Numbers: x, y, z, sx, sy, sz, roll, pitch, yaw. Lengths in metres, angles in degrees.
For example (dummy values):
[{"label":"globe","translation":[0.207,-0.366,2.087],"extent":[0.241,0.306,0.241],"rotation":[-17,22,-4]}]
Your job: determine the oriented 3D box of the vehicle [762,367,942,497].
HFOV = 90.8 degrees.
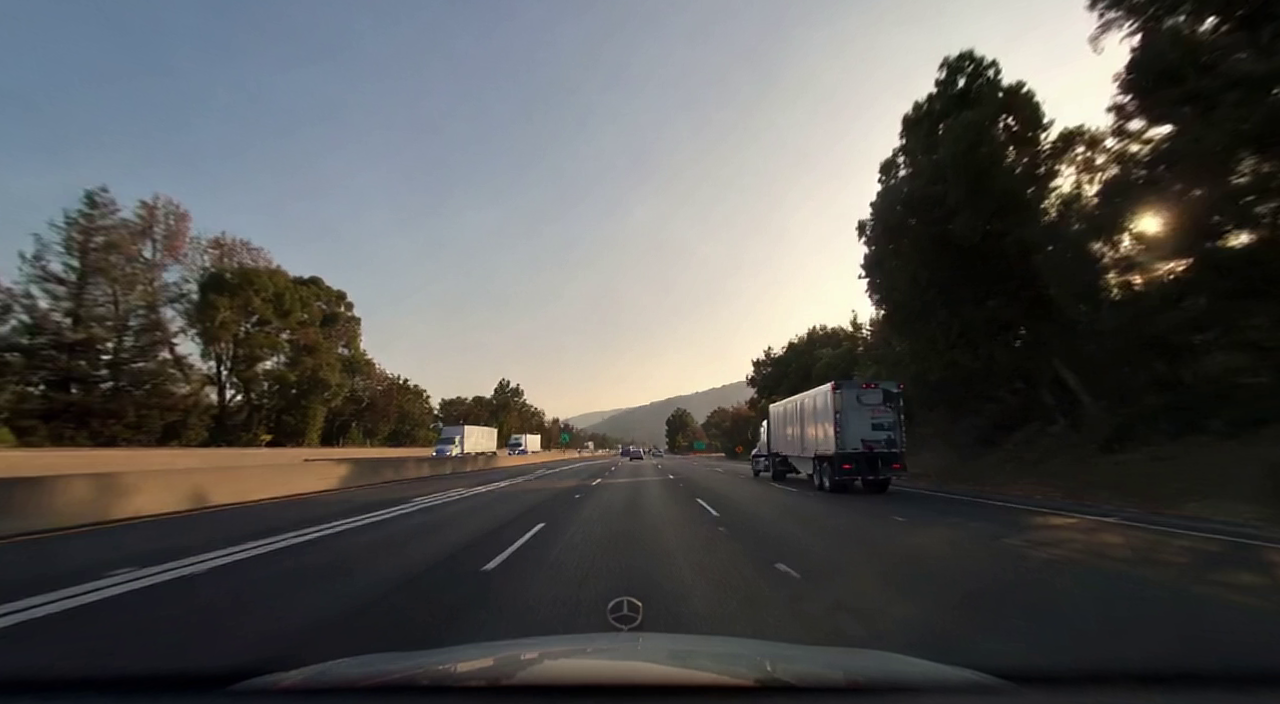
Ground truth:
[{"label":"vehicle","translation":[6.982,3.019,23.094],"extent":[2.821,3.681,10.415],"rotation":[0,-9,-1]}]
